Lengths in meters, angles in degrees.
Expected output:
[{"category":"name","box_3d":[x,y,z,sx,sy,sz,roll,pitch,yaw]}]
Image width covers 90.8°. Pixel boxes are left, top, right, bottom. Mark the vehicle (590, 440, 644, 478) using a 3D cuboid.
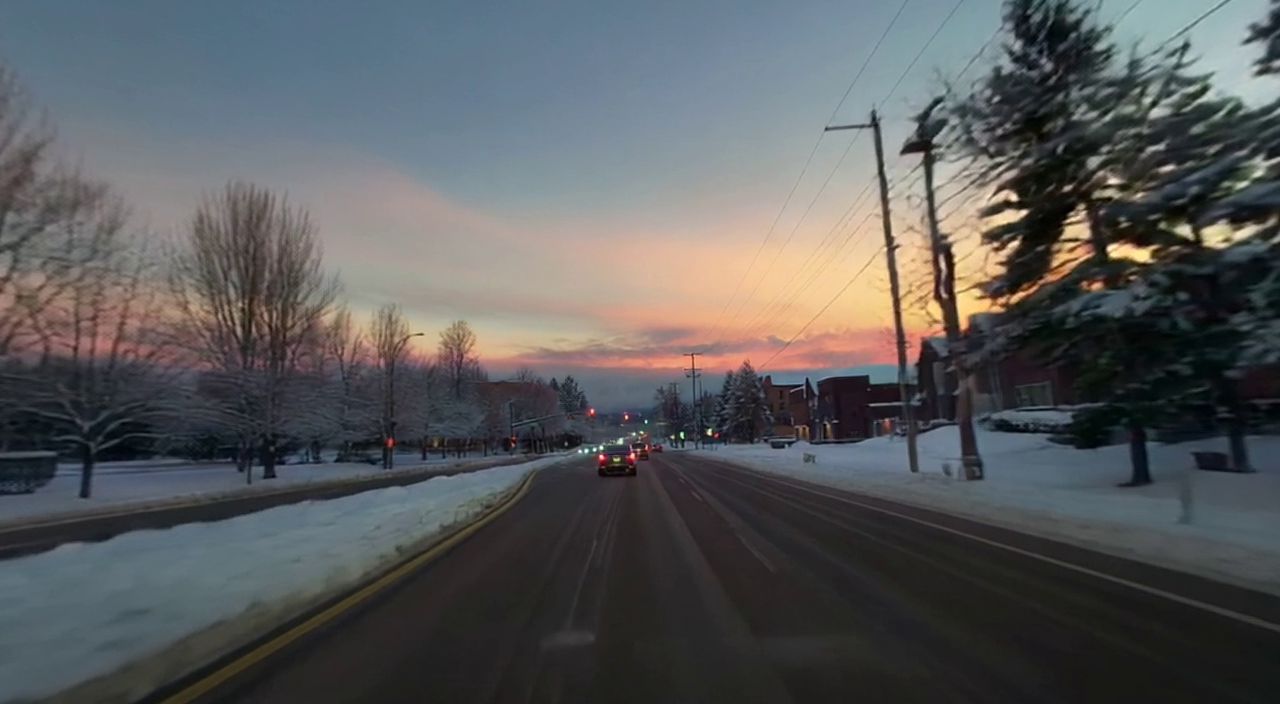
[{"category":"vehicle","box_3d":[-0.934,4.464,26.601,2.075,1.470,3.962,0,-8,-1]}]
